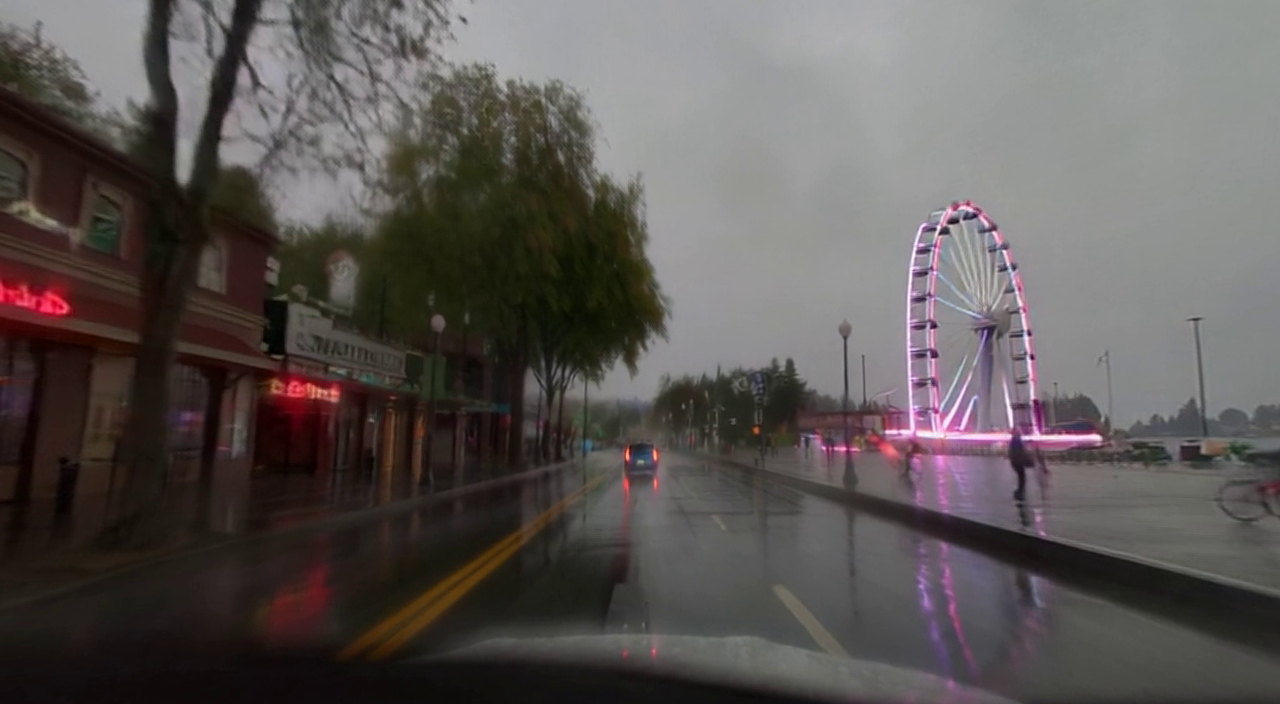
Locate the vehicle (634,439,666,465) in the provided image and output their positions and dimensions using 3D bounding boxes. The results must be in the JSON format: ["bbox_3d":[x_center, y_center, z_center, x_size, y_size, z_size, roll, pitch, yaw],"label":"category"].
[{"bbox_3d":[0.684,7.225,45.734,2.221,1.773,4.228,0,-9,0],"label":"vehicle"}]
